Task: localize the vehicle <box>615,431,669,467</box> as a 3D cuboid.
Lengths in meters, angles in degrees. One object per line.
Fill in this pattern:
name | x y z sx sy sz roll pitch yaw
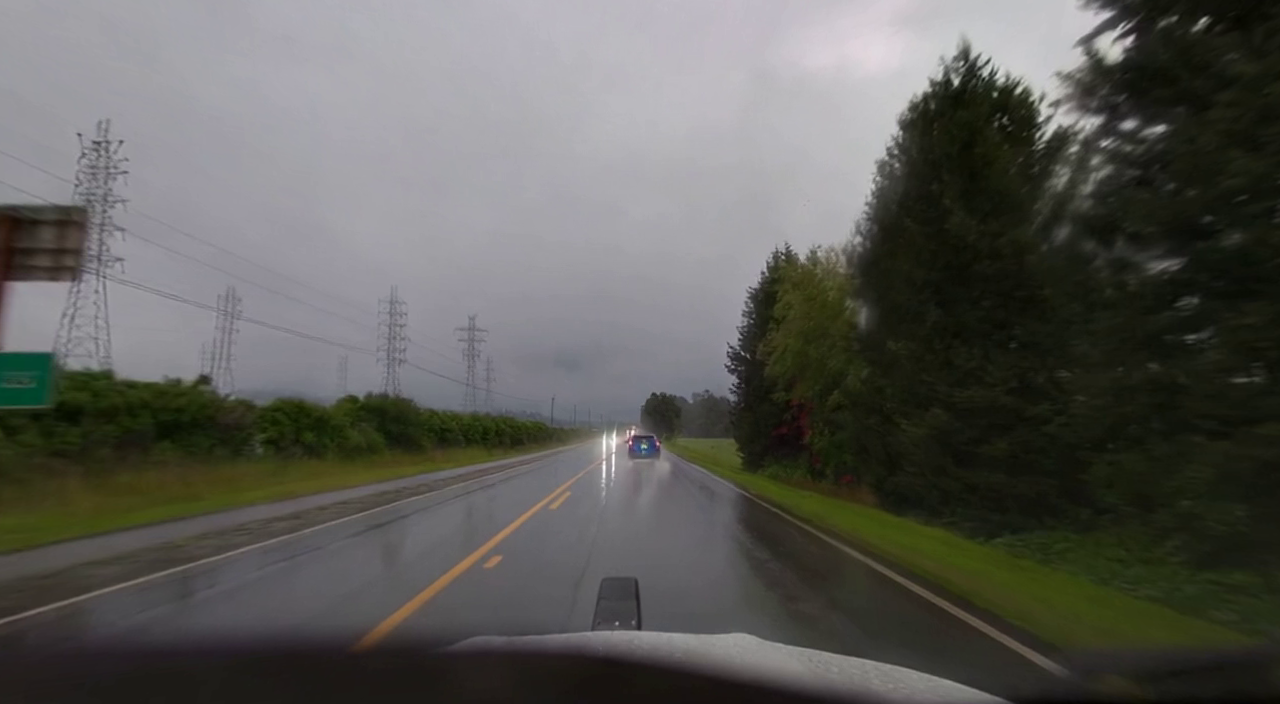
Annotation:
vehicle | 0.042 4.311 28.198 2.241 1.471 3.829 0 -8 -1
